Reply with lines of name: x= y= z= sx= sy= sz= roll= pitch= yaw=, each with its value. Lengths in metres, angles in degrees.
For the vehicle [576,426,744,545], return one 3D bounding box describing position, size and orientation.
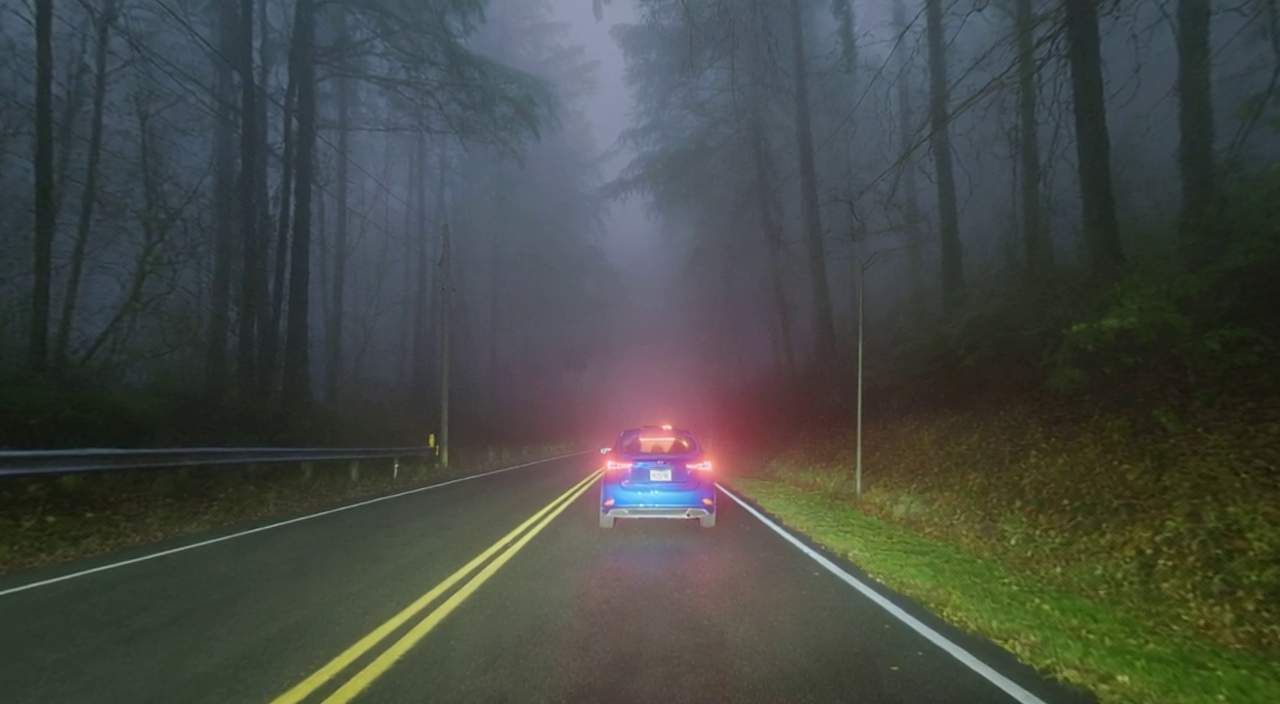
vehicle: x=0.284 y=2.030 z=10.164 sx=2.187 sy=1.533 sz=3.726 roll=0 pitch=-8 yaw=1
